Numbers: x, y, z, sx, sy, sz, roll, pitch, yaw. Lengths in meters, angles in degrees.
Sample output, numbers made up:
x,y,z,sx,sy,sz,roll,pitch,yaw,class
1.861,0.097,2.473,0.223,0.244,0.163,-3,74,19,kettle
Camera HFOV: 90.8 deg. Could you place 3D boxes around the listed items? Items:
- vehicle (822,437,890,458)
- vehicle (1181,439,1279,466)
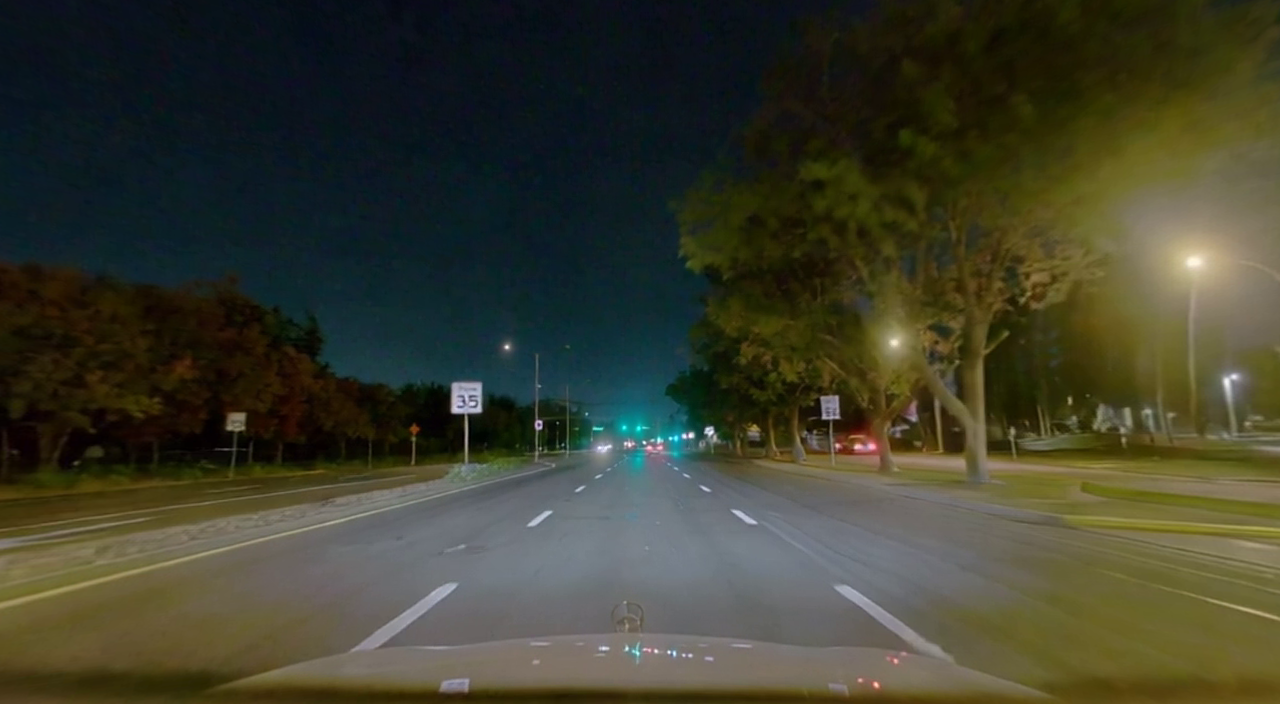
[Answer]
x,y,z,sx,sy,sz,roll,pitch,yaw,class
17.039,7.547,49.947,4.530,1.640,2.074,1,-8,-4,vehicle
33.949,5.671,35.600,1.918,1.430,4.904,8,-11,-42,vehicle
